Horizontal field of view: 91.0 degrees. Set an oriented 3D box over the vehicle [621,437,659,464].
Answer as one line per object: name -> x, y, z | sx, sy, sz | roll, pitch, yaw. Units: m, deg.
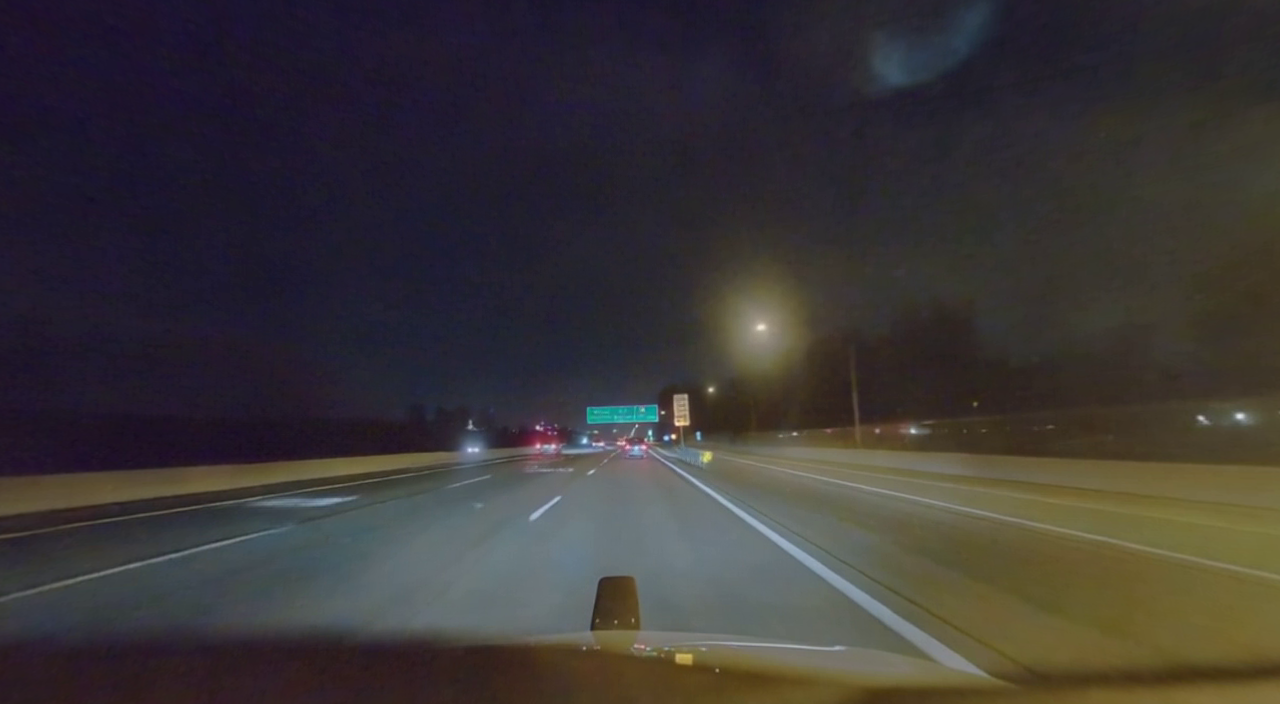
vehicle -> -0.050, 5.619, 36.171 | 2.072, 1.440, 3.690 | 0, -8, -1
